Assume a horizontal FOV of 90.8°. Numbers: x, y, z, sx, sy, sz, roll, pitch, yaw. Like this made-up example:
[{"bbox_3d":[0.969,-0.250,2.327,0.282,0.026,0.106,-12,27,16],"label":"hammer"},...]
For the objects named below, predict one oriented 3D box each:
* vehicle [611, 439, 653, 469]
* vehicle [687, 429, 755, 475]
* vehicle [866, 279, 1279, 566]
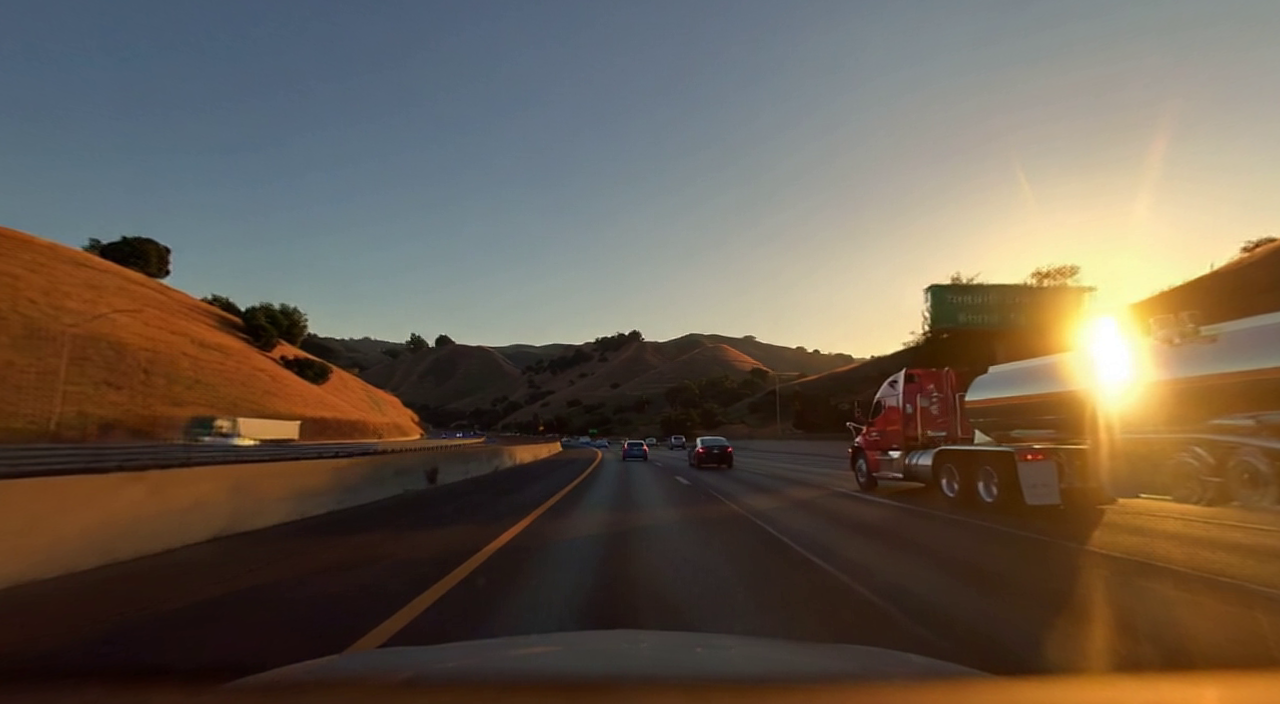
[{"bbox_3d":[-0.483,5.368,33.512,2.083,1.477,3.965,0,-9,-3],"label":"vehicle"},{"bbox_3d":[3.359,4.270,27.165,2.098,1.794,4.561,0,-9,-3],"label":"vehicle"},{"bbox_3d":[7.399,1.400,11.362,2.880,2.975,9.608,0,-9,-2],"label":"vehicle"}]
